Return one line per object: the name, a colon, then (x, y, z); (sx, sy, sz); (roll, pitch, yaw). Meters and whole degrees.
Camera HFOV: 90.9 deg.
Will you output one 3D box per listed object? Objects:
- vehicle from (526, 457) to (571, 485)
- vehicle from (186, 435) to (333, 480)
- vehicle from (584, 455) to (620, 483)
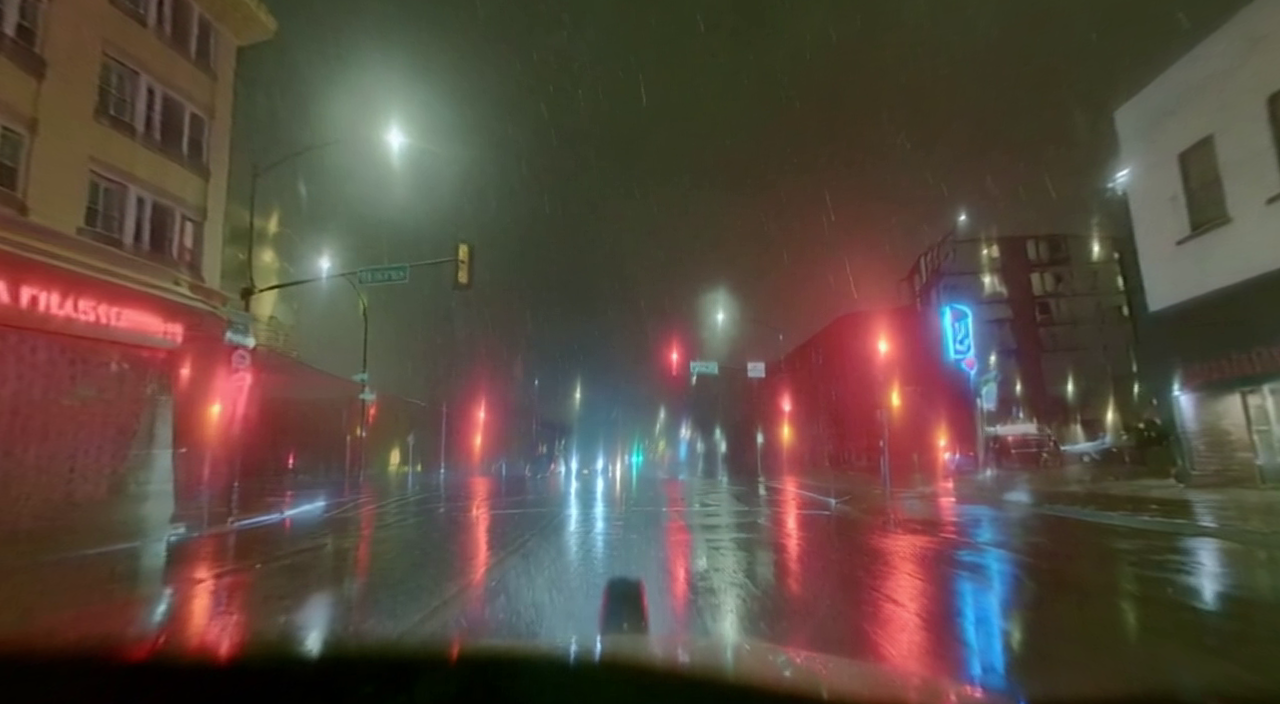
vehicle: (-5.902, 7.735, 41.197); (2.167, 1.643, 4.518); (-1, -8, 2)
vehicle: (-17.668, 4.900, 29.476); (5.376, 1.994, 2.196); (0, -8, 1)
vehicle: (-2.413, 7.613, 41.177); (1.981, 1.625, 4.399); (0, -8, 1)
